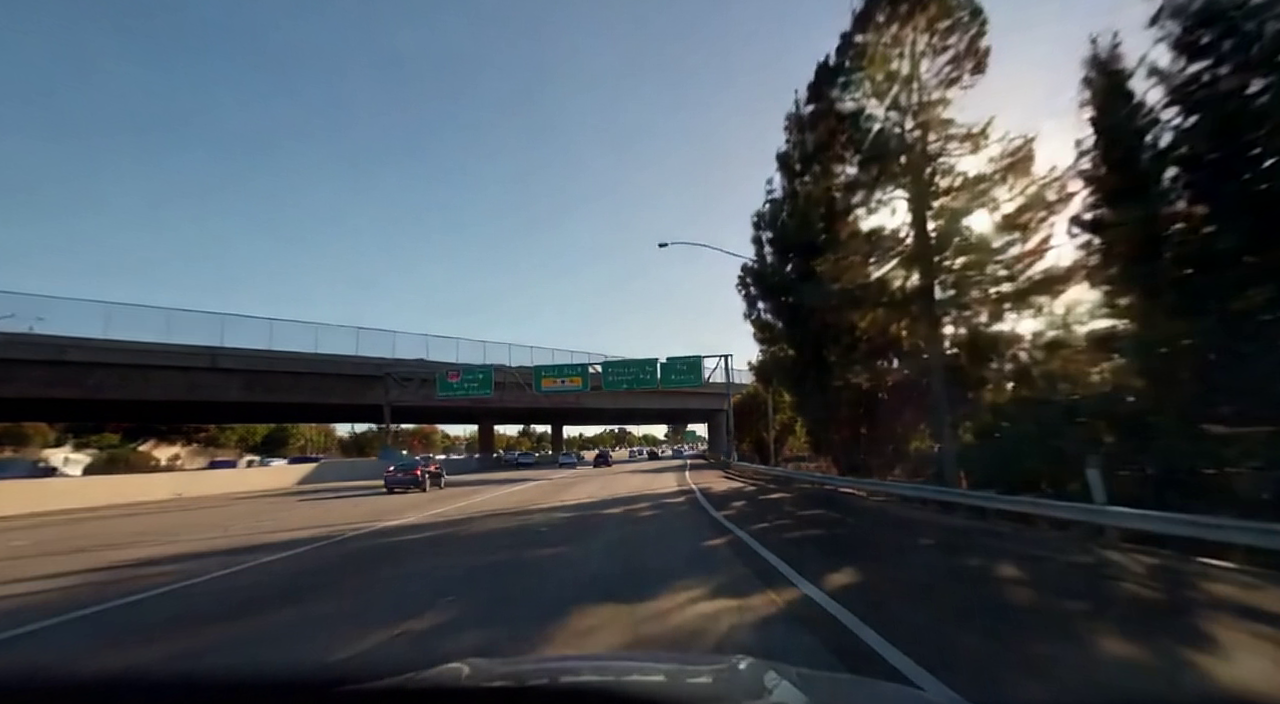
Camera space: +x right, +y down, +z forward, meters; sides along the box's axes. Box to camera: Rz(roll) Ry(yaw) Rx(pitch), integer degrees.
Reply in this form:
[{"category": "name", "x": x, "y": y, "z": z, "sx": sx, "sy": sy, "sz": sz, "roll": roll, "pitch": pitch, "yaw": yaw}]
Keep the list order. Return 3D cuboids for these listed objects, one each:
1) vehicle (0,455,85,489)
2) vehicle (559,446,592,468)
[{"category": "vehicle", "x": -34.699, "y": 6.757, "z": 35.839, "sx": 2.189, "sy": 1.710, "sz": 4.614, "roll": -1, "pitch": -9, "yaw": 1}, {"category": "vehicle", "x": -4.748, "y": 7.852, "z": 47.276, "sx": 2.271, "sy": 1.537, "sz": 4.029, "roll": 0, "pitch": -9, "yaw": -3}]
